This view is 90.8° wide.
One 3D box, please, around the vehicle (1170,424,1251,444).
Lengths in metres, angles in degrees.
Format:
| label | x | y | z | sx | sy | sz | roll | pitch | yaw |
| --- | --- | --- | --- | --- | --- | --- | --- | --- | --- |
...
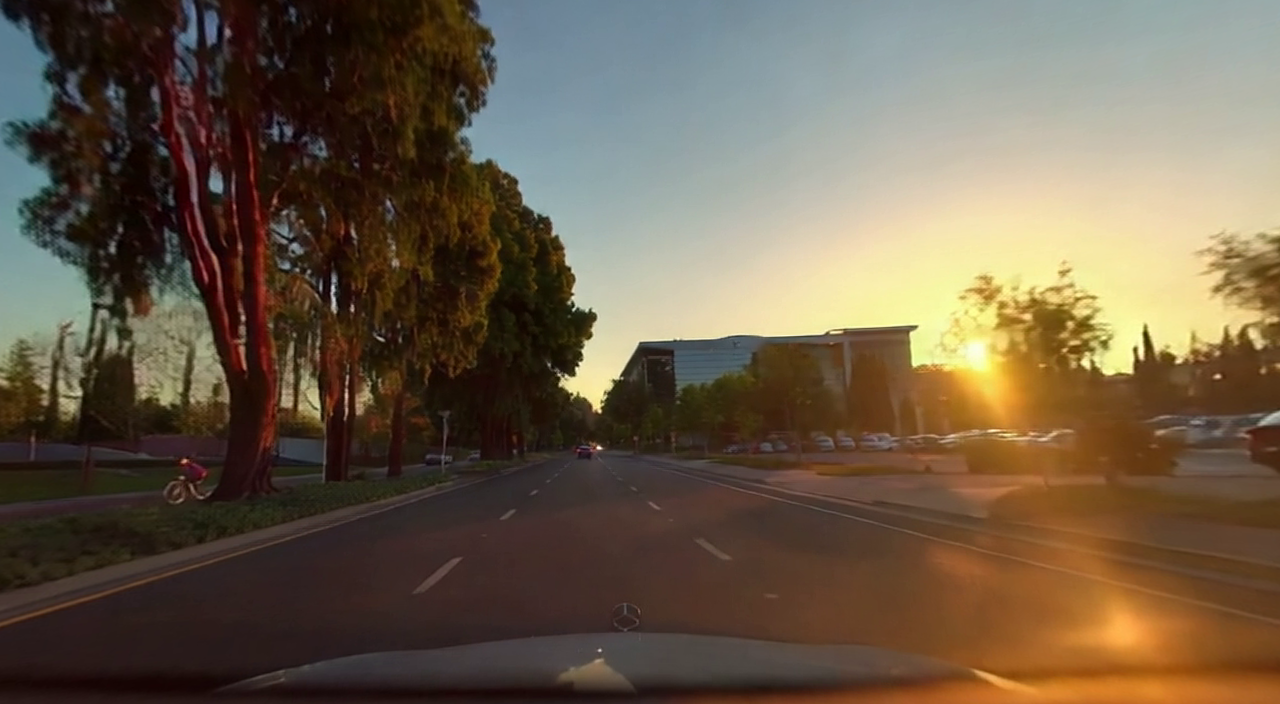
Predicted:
| label | x | y | z | sx | sy | sz | roll | pitch | yaw |
| --- | --- | --- | --- | --- | --- | --- | --- | --- | --- |
| vehicle | 44.248 | 6.436 | 49.155 | 1.720 | 1.443 | 4.685 | 0 | -8 | -3 |
